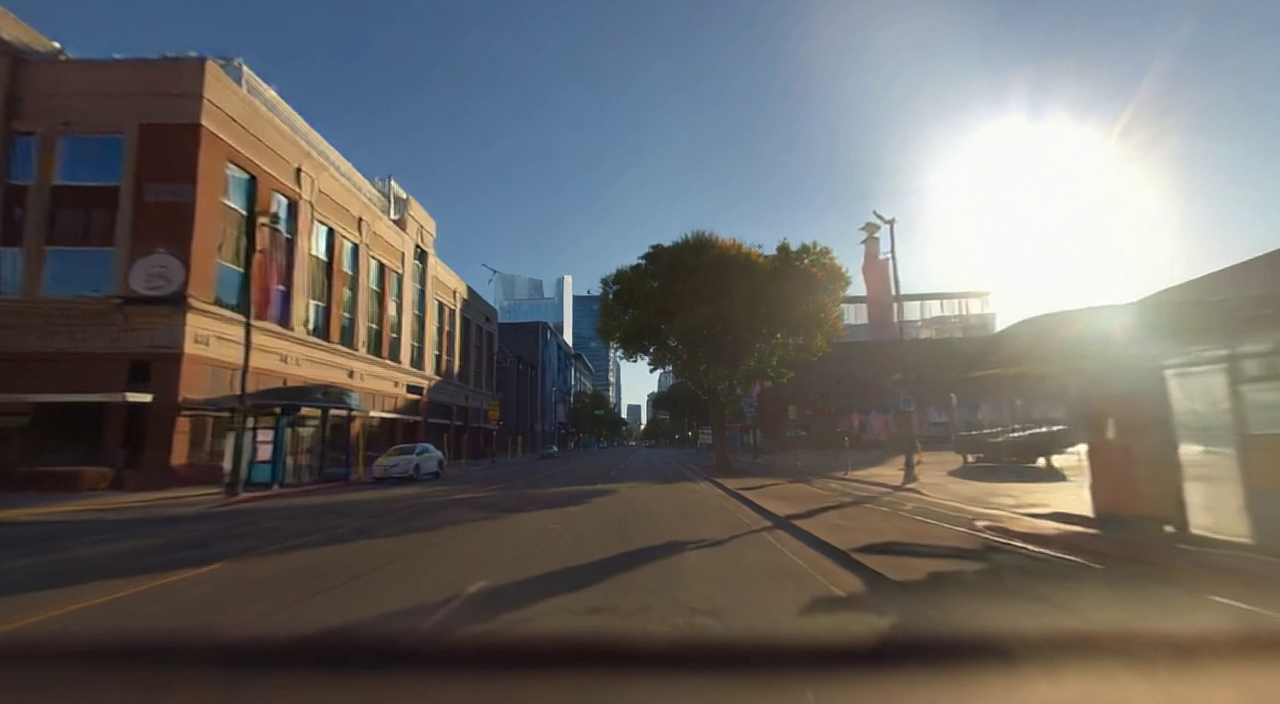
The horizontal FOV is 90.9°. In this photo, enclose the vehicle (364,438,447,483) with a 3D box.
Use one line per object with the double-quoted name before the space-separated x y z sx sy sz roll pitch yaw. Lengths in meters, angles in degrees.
"vehicle" -10.678 4.933 29.147 2.060 1.796 4.675 -2 -7 0
